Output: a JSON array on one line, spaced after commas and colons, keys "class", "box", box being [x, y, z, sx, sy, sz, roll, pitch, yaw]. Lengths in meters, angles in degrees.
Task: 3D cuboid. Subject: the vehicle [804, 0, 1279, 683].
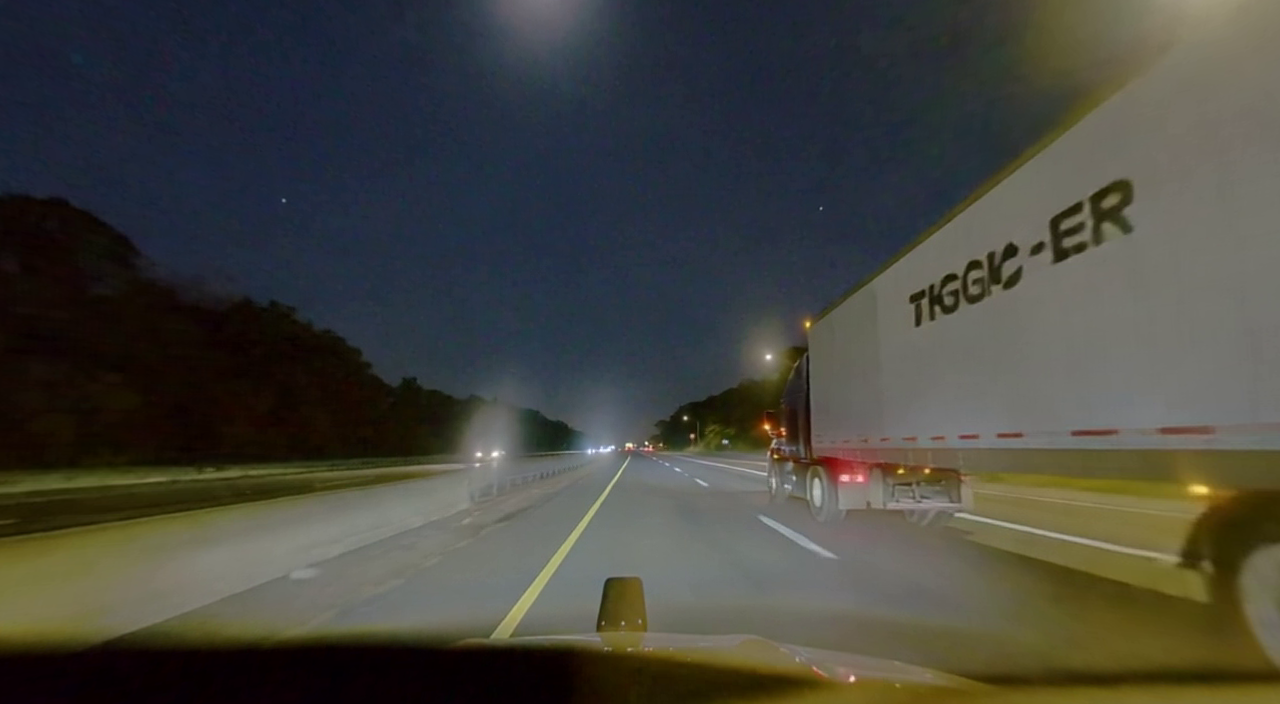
[{"class": "vehicle", "box": [5.009, 0.148, 5.772, 2.983, 4.030, 14.444, 0, -9, -1]}]
